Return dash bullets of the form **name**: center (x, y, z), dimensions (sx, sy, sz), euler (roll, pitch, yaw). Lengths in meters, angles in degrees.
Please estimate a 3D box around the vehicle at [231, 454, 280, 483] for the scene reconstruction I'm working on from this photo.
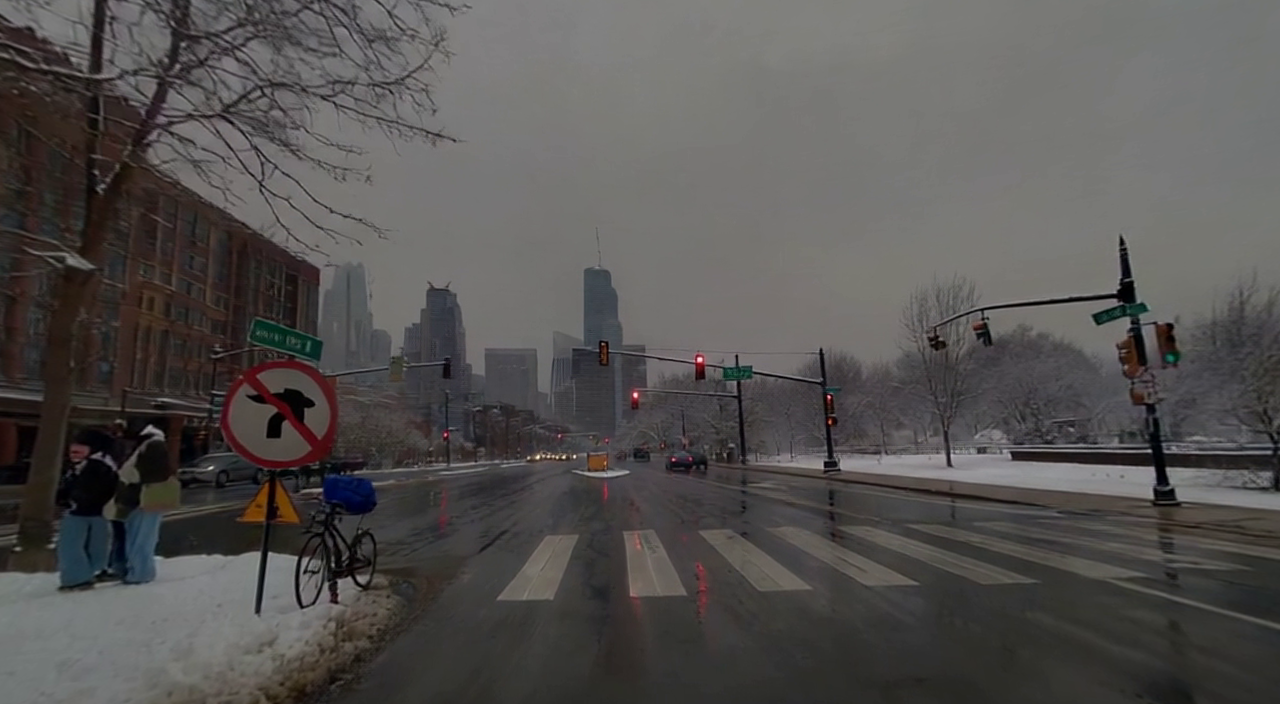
- **vehicle**: center (-27.530, 8.281, 45.160), dimensions (2.199, 1.838, 4.222), euler (7, -11, -40)
